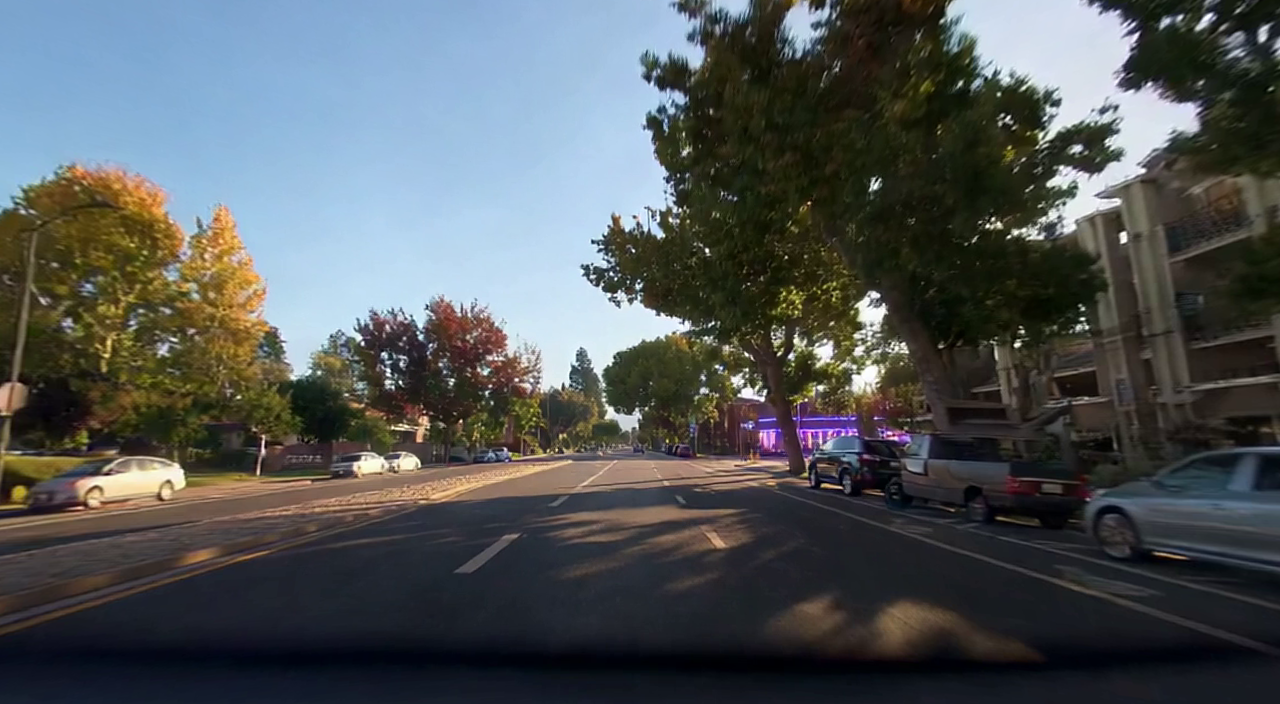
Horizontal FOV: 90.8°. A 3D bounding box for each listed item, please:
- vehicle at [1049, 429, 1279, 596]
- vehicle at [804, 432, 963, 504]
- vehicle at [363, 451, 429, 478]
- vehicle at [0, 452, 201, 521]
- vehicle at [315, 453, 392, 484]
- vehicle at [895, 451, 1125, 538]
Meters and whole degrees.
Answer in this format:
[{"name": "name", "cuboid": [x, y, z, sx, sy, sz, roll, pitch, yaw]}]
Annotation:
[{"name": "vehicle", "cuboid": [7.389, 1.734, 7.180, 1.975, 1.656, 5.200, 0, -9, 0]}, {"name": "vehicle", "cuboid": [7.346, 3.588, 20.090, 2.610, 1.915, 6.019, 0, -9, 0]}, {"name": "vehicle", "cuboid": [-14.731, 6.822, 38.484, 2.124, 1.501, 4.807, 0, -9, -1]}, {"name": "vehicle", "cuboid": [-14.840, 3.642, 17.713, 1.936, 1.646, 4.375, 0, -9, -1]}, {"name": "vehicle", "cuboid": [-14.889, 6.045, 33.119, 1.836, 1.473, 4.413, -1, -9, 2]}, {"name": "vehicle", "cuboid": [7.274, 2.808, 13.153, 1.845, 1.428, 4.668, 0, -9, -2]}]
